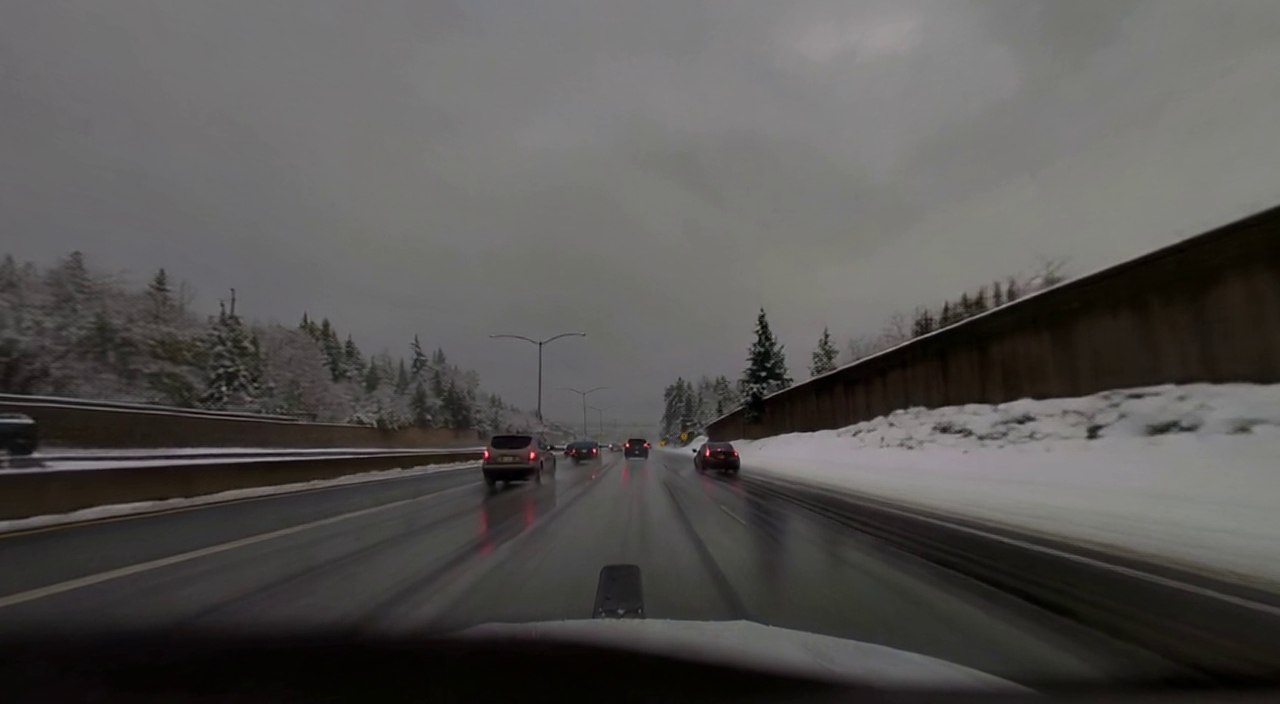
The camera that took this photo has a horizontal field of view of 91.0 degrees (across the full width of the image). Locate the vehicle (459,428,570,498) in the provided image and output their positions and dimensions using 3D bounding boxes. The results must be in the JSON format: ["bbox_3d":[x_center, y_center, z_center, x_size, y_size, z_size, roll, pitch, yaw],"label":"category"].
[{"bbox_3d":[-3.580,3.311,19.216,2.184,1.819,5.441,0,-9,1],"label":"vehicle"}]

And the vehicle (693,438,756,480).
[{"bbox_3d":[3.769,4.877,29.027,2.224,1.752,4.487,0,-9,-1],"label":"vehicle"}]

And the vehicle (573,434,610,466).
[{"bbox_3d":[-3.472,7.161,46.142,2.378,2.214,4.352,0,-9,0],"label":"vehicle"}]

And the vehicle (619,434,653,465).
[{"bbox_3d":[-0.265,7.516,48.708,2.485,2.215,5.199,0,-9,0],"label":"vehicle"}]
